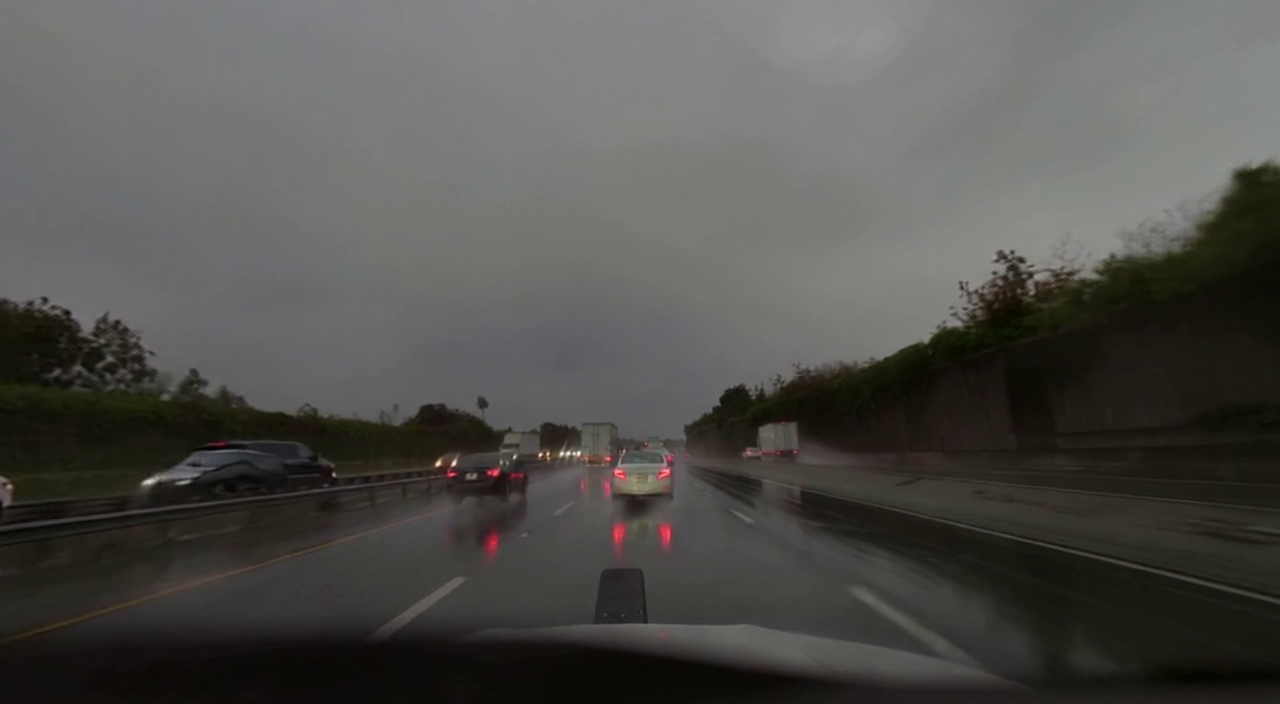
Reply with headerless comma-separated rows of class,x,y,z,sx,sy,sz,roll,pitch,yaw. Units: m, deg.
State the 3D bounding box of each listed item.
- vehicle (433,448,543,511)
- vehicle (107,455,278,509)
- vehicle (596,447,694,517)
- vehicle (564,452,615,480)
vehicle,-4.068,3.470,17.670,1.929,1.509,4.331,0,-9,1
vehicle,-13.973,4.052,20.113,1.940,1.482,4.610,-1,-9,2
vehicle,0.110,3.055,15.315,2.057,1.449,3.931,0,-9,0
vehicle,-2.851,6.263,34.912,1.952,1.402,4.184,2,-9,-16
